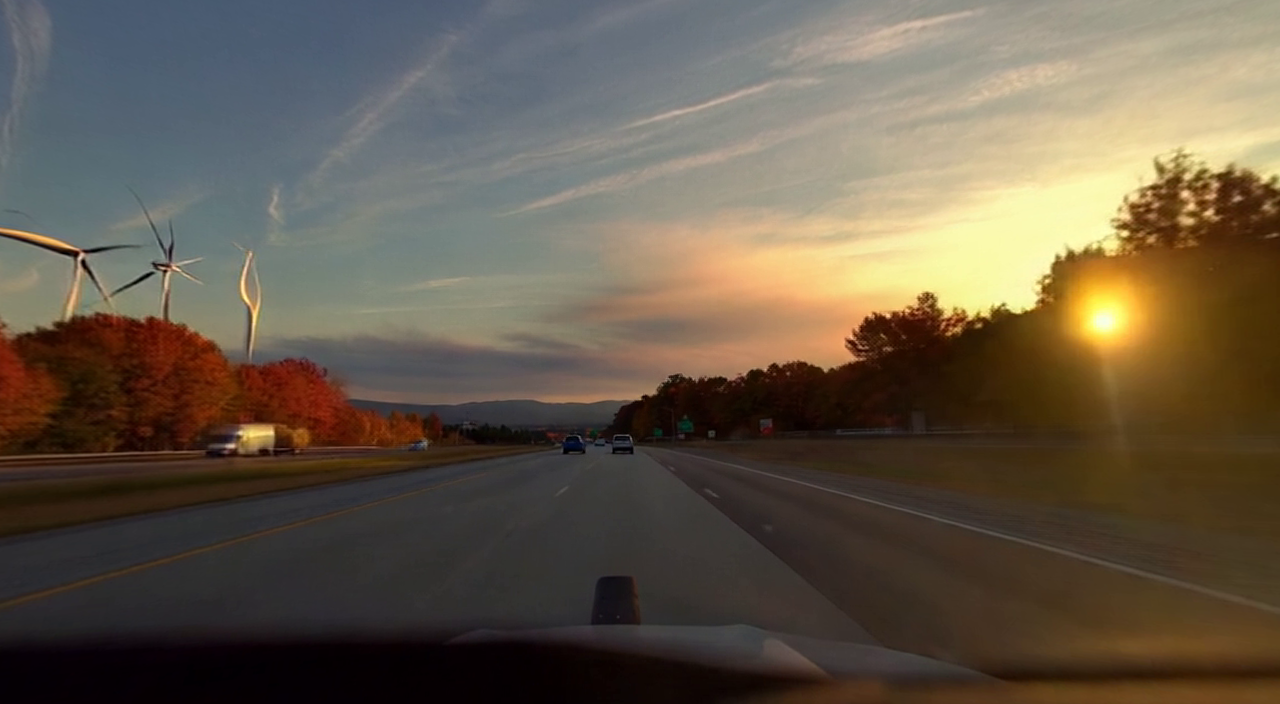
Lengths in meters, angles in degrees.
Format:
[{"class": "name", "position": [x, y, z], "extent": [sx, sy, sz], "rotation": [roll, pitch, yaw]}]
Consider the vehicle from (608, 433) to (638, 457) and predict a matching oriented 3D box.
[{"class": "vehicle", "position": [-1.325, 7.284, 49.383], "extent": [2.213, 1.774, 4.563], "rotation": [0, -8, -1]}]
